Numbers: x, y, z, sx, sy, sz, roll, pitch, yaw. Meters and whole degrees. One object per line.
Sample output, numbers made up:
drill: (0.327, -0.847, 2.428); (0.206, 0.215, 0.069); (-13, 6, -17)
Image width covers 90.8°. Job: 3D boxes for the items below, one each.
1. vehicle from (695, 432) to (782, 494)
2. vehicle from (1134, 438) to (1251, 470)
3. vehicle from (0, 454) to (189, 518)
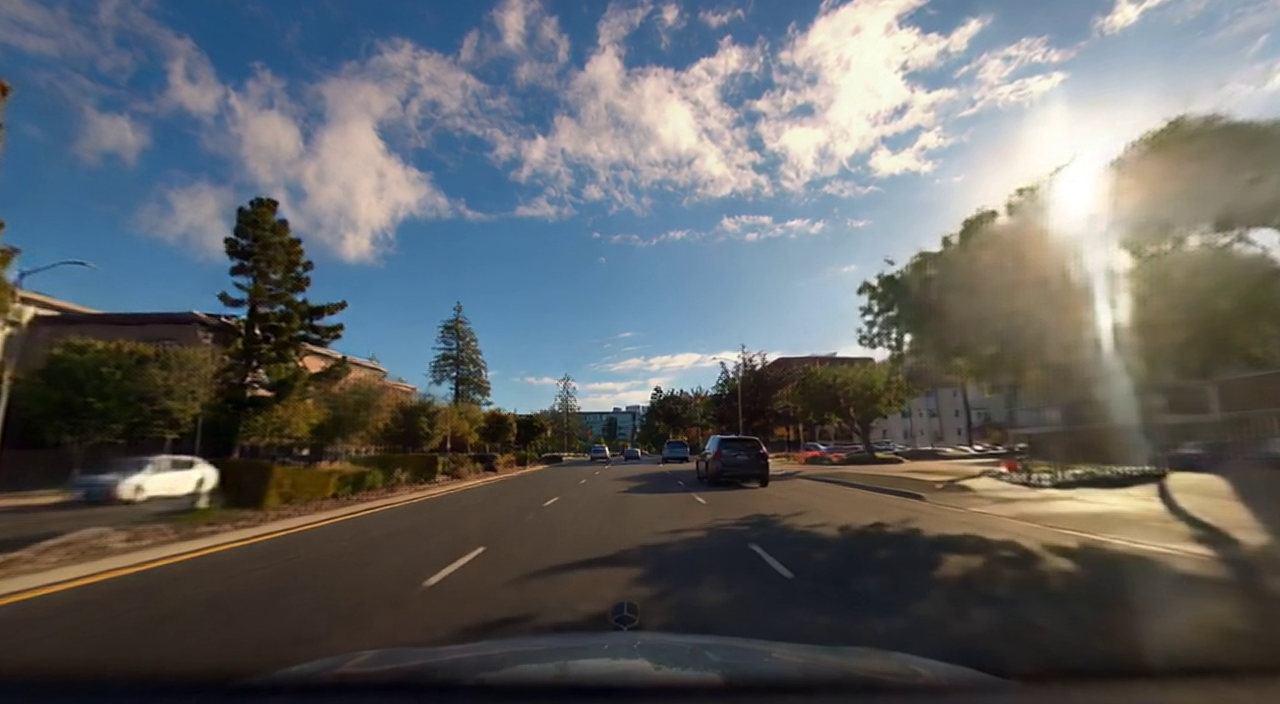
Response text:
vehicle: (3.122, 3.644, 21.011); (2.060, 1.816, 4.343); (0, -9, -2)
vehicle: (30.338, 5.586, 34.788); (4.607, 1.683, 2.217); (1, -9, -8)
vehicle: (-16.254, 3.910, 18.996); (1.988, 1.619, 4.561); (0, -9, 0)
